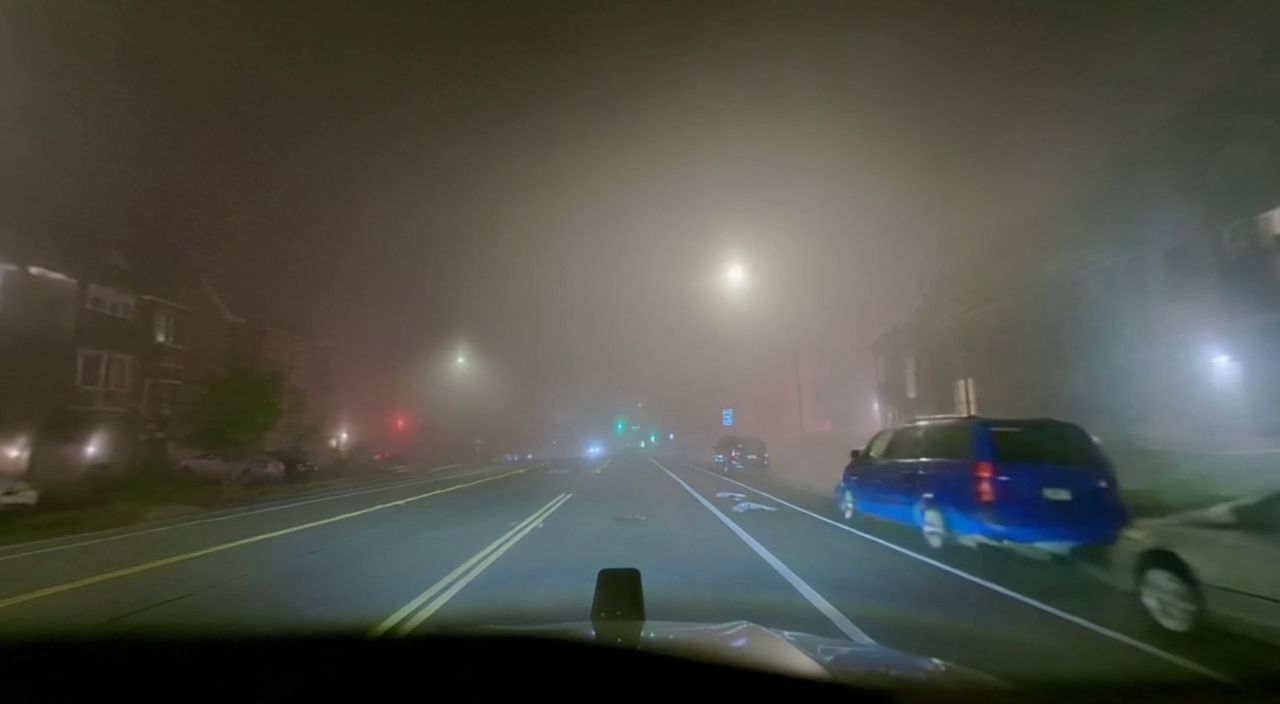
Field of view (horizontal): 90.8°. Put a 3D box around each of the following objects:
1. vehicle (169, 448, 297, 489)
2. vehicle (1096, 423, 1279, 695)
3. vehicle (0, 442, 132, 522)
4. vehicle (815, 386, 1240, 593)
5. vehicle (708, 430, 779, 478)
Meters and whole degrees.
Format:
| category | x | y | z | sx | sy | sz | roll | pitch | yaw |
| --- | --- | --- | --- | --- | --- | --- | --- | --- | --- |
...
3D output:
| category | x | y | z | sx | sy | sz | roll | pitch | yaw |
| --- | --- | --- | --- | --- | --- | --- | --- | --- | --- |
| vehicle | -18.471 | 5.276 | 28.856 | 4.397 | 1.768 | 1.956 | 1 | -8 | -4 |
| vehicle | 4.542 | 1.004 | 2.512 | 1.923 | 1.493 | 4.628 | 0 | -8 | -1 |
| vehicle | -17.774 | 3.493 | 17.345 | 5.645 | 1.996 | 2.259 | 0 | -8 | 0 |
| vehicle | 4.531 | 1.741 | 9.027 | 2.254 | 1.968 | 5.838 | 0 | -8 | -1 |
| vehicle | 4.339 | 4.363 | 27.248 | 2.052 | 1.859 | 4.778 | 1 | -8 | -3 |
